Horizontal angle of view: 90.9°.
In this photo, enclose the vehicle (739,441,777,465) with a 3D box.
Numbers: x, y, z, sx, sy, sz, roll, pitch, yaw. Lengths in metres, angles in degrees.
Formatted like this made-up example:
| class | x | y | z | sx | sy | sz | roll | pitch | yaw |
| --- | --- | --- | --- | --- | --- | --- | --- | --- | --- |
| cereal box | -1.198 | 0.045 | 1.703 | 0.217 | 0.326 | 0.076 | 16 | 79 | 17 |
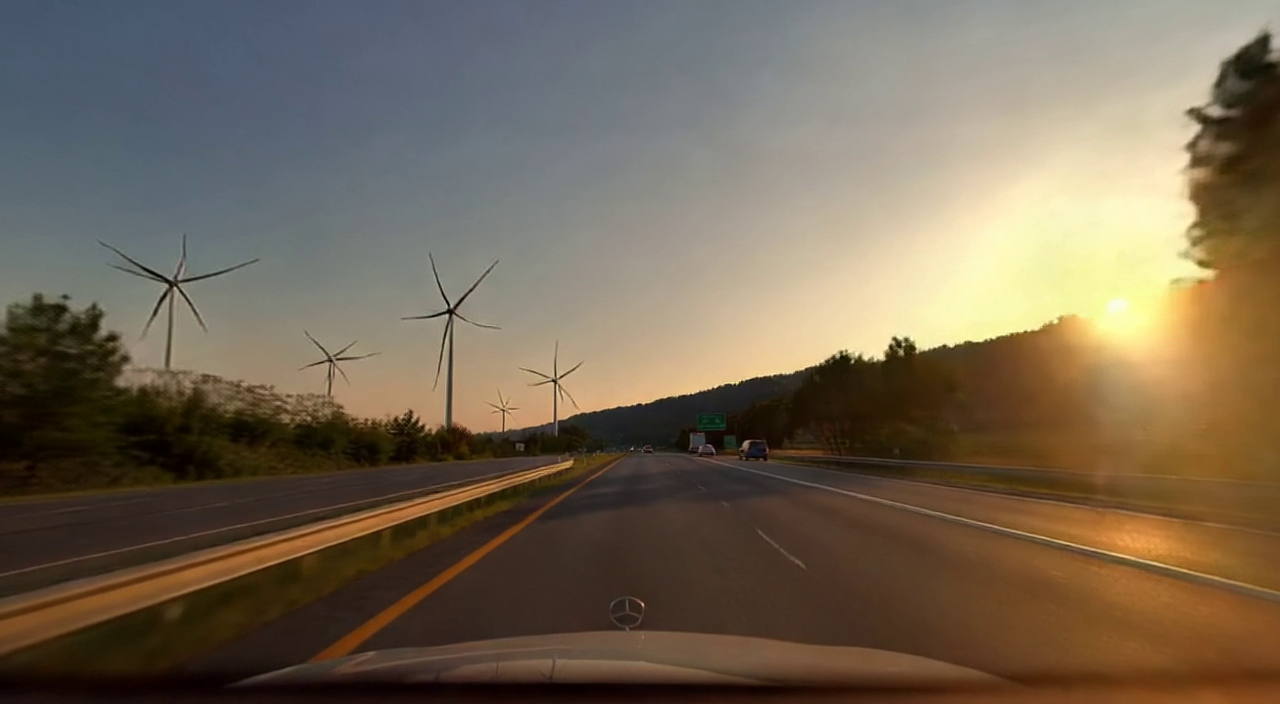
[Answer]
| class | x | y | z | sx | sy | sz | roll | pitch | yaw |
| --- | --- | --- | --- | --- | --- | --- | --- | --- | --- |
| vehicle | 8.633 | 7.451 | 46.434 | 1.897 | 1.669 | 4.825 | 1 | -9 | 0 |
